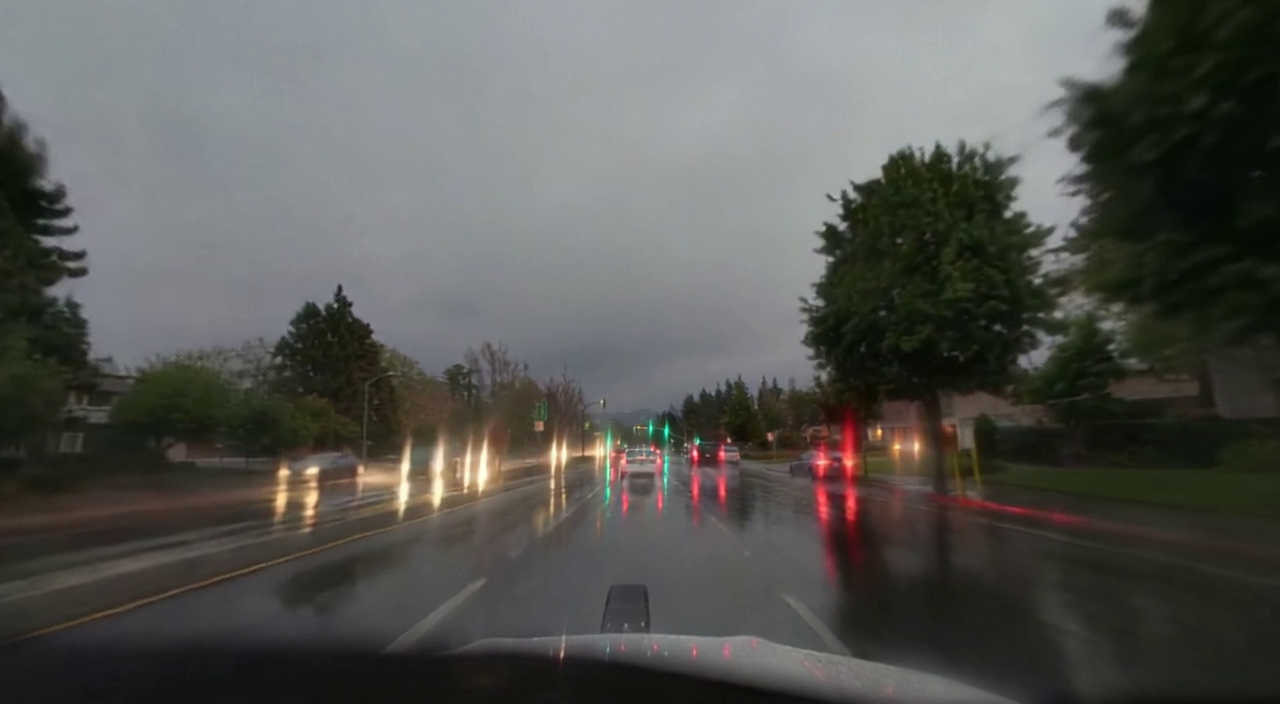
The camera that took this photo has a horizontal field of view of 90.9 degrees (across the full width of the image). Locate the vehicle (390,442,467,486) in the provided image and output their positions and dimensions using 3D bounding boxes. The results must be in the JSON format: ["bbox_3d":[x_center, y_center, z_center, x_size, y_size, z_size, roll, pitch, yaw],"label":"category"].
[{"bbox_3d":[-9.453,5.014,28.610,2.090,1.785,4.692,0,-9,-4],"label":"vehicle"}]

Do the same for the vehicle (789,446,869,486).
[{"bbox_3d":[7.760,4.697,26.338,1.980,1.497,4.345,0,-9,0],"label":"vehicle"}]

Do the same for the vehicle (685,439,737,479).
[{"bbox_3d":[3.405,5.218,31.053,2.073,1.822,4.276,0,-9,0],"label":"vehicle"}]

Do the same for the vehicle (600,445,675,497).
[{"bbox_3d":[-0.044,3.712,20.110,2.140,1.474,4.026,0,-9,1],"label":"vehicle"}]

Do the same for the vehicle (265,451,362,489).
[{"bbox_3d":[-14.489,5.233,28.293,1.926,1.480,4.337,0,-9,1],"label":"vehicle"}]
